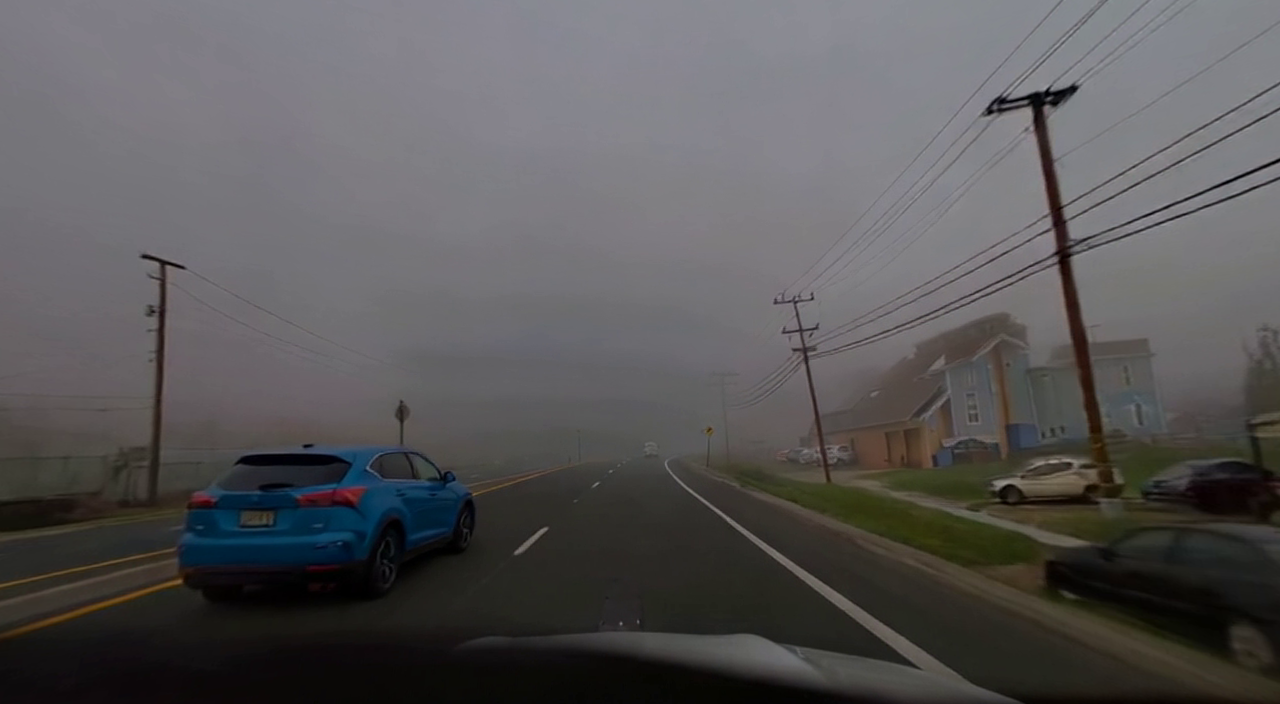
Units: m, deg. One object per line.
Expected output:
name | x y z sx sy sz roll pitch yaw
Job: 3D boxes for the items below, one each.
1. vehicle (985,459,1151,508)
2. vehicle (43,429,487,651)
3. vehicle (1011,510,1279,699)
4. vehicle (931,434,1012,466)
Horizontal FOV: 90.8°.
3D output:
vehicle | 16.829 5.174 25.069 4.995 1.794 2.020 -1 -8 4
vehicle | -3.074 1.592 6.458 1.972 1.496 4.150 0 -8 0
vehicle | 7.295 3.190 8.735 1.976 1.563 3.852 0 -8 0
vehicle | 24.065 7.092 45.820 5.478 1.869 2.206 1 -11 -27
